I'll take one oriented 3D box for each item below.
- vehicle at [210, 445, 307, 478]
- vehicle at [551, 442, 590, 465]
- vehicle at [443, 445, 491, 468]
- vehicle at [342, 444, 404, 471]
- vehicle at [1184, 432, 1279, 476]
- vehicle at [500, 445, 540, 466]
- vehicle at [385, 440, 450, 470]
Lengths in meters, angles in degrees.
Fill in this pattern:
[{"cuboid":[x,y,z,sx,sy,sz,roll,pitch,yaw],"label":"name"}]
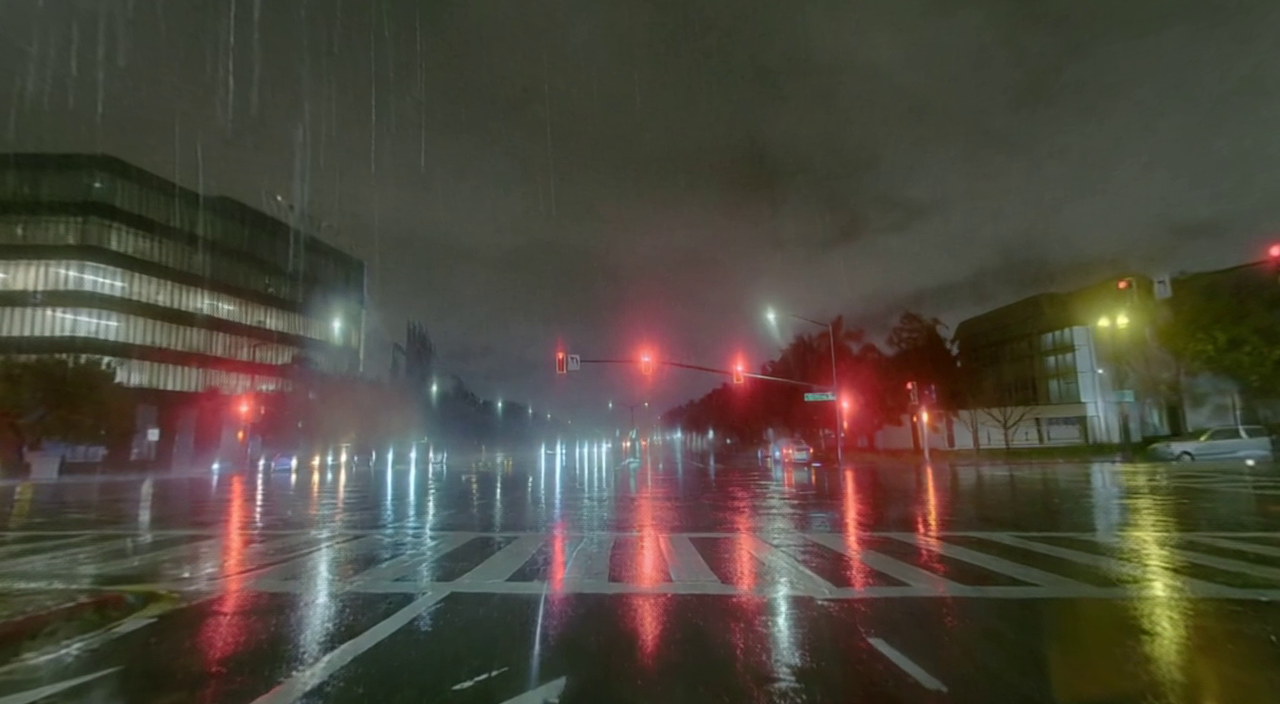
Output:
[{"cuboid":[-22.974,6.563,38.150,2.032,1.839,4.884,-3,-9,15],"label":"vehicle"},{"cuboid":[-4.534,6.710,41.674,1.954,1.431,4.050,0,-9,2],"label":"vehicle"},{"cuboid":[-11.634,7.079,42.693,1.911,1.476,4.297,-1,-9,2],"label":"vehicle"},{"cuboid":[-18.563,7.347,44.005,2.237,1.801,4.541,0,-9,1],"label":"vehicle"},{"cuboid":[22.318,3.581,22.237,4.474,1.477,1.908,0,-9,-2],"label":"vehicle"},{"cuboid":[-8.091,7.001,42.609,1.910,1.321,3.692,0,-9,2],"label":"vehicle"},{"cuboid":[-15.143,7.032,43.162,2.340,1.946,5.450,0,-9,2],"label":"vehicle"}]
